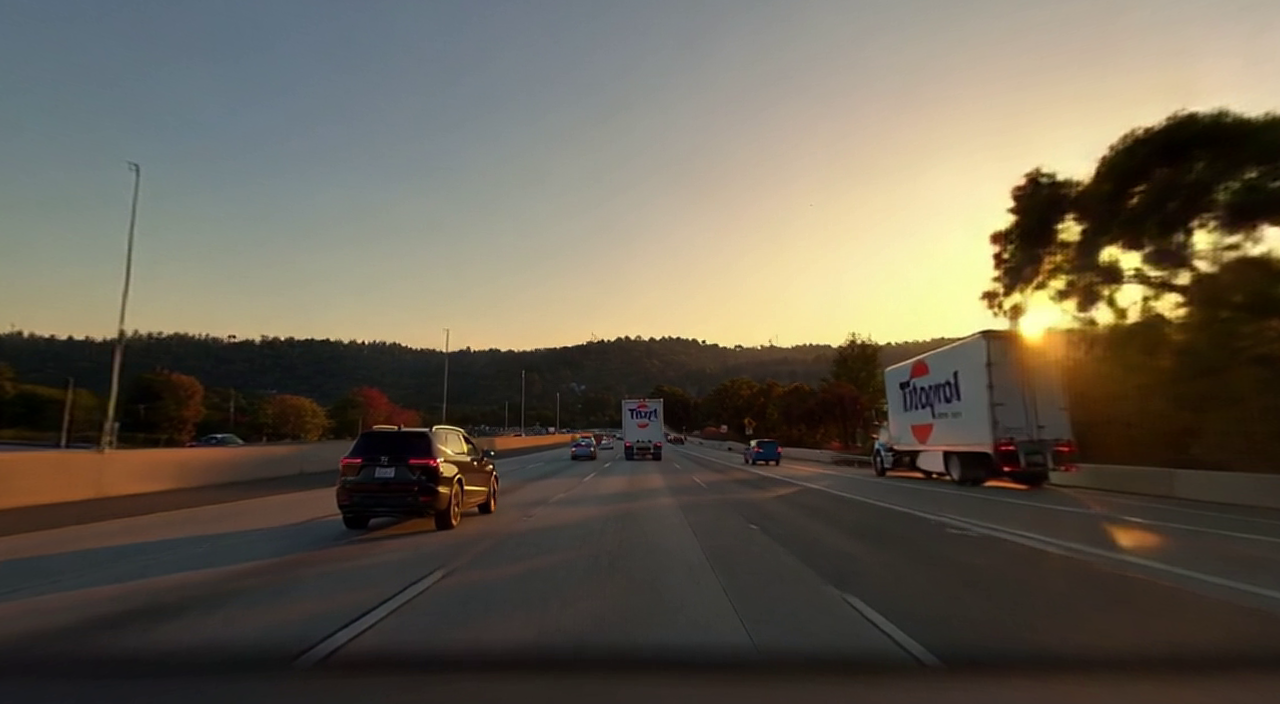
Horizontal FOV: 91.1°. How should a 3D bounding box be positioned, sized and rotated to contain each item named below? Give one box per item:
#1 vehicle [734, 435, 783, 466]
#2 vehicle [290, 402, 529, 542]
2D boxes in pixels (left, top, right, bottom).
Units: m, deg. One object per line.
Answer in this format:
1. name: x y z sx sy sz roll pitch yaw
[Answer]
1. vehicle: 6.816 5.729 36.566 1.958 1.681 4.109 0 -9 -1
2. vehicle: -3.471 1.942 10.772 2.178 1.826 4.933 0 -9 0
